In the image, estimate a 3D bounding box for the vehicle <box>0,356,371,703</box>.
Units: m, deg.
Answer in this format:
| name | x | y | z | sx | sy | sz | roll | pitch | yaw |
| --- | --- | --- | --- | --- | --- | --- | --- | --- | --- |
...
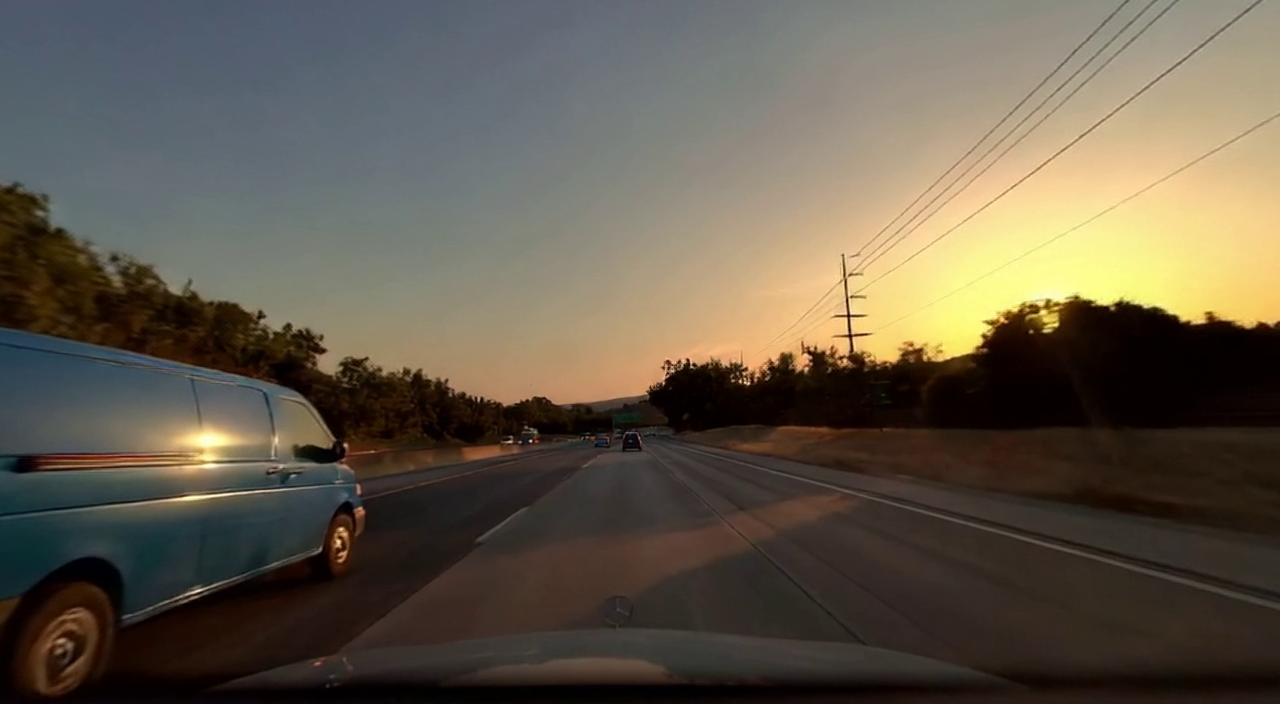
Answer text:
| name | x | y | z | sx | sy | sz | roll | pitch | yaw |
| --- | --- | --- | --- | --- | --- | --- | --- | --- | --- |
| vehicle | -4.127 | 1.127 | 4.763 | 2.146 | 1.709 | 4.856 | 0 | -8 | -1 |
